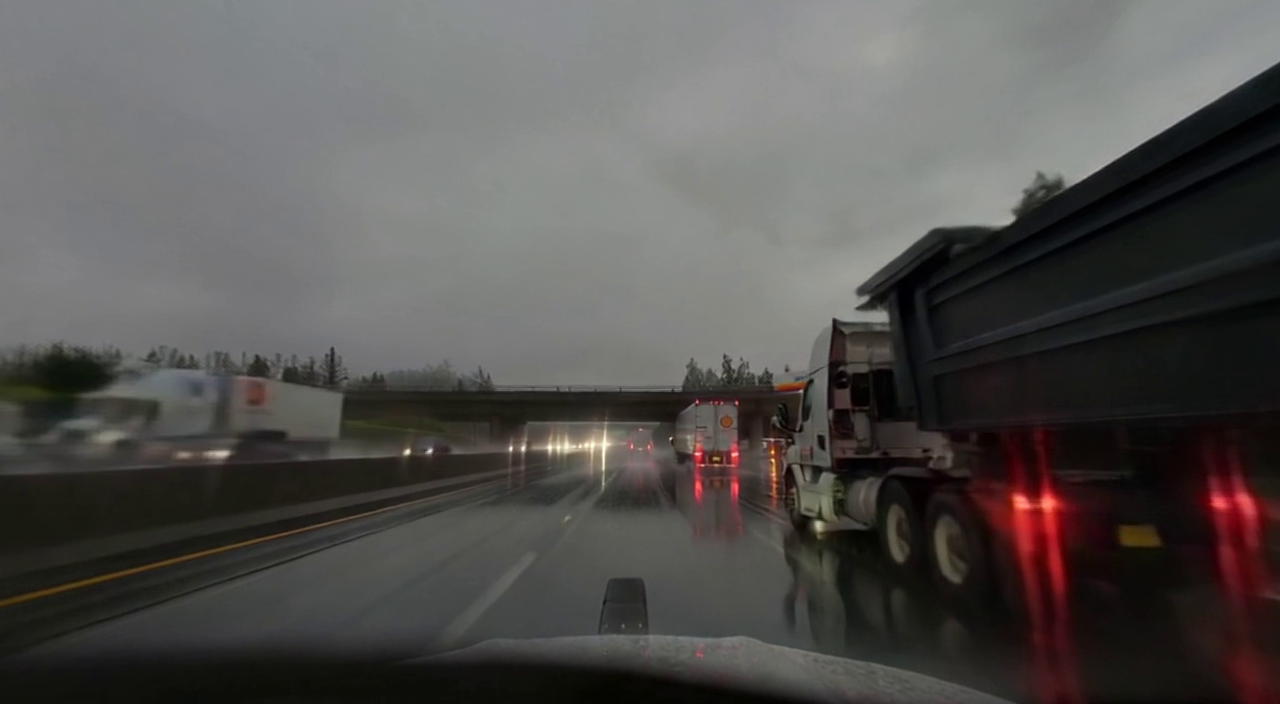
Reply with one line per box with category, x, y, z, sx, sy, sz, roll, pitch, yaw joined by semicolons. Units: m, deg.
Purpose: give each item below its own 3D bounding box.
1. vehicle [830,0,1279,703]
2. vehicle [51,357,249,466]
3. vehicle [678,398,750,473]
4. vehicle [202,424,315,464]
vehicle;4.058;-0.445;1.442;2.922;3.987;14.038;0;-9;0
vehicle;-19.458;2.563;25.655;2.953;3.927;5.994;0;-9;0
vehicle;4.405;5.526;40.963;2.881;3.995;14.382;0;-9;0
vehicle;-15.479;3.779;25.889;1.849;1.492;4.415;0;-9;1
